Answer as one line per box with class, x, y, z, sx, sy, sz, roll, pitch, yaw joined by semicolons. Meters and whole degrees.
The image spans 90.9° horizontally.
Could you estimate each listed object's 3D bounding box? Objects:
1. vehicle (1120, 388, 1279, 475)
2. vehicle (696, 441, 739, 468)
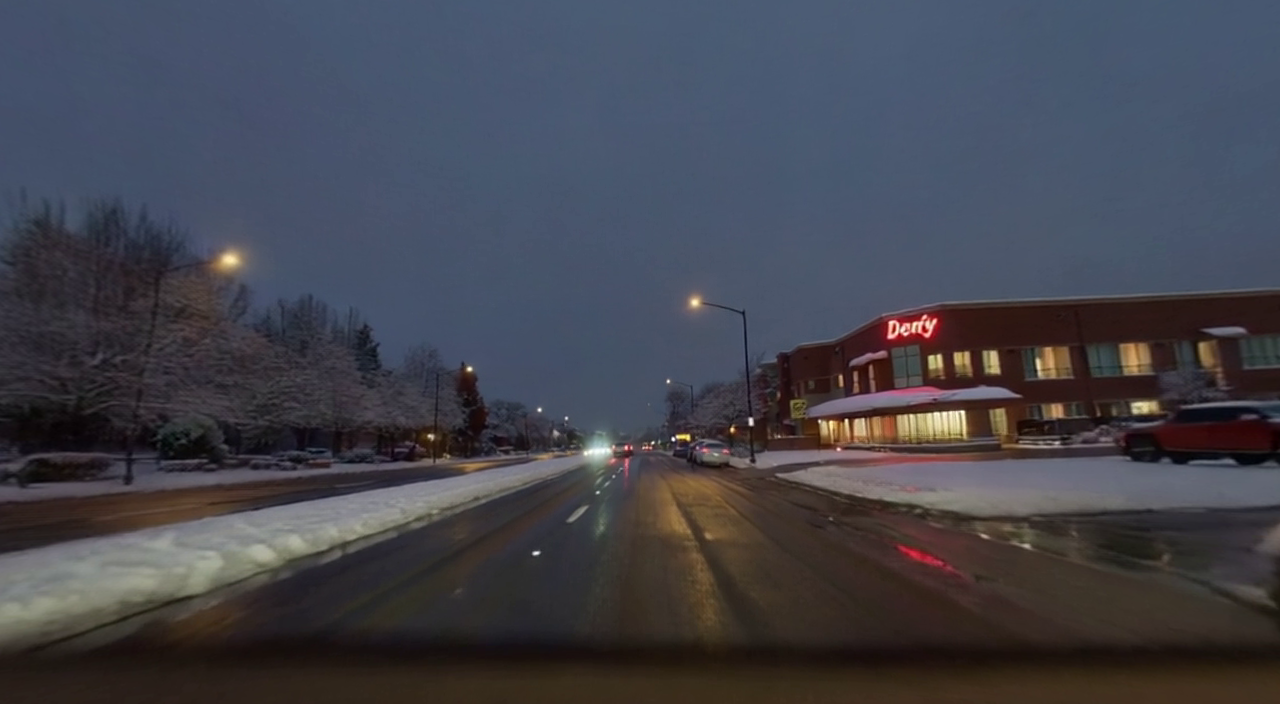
vehicle;14.850;2.011;15.606;2.202;1.822;4.978;-1;-8;4
vehicle;4.740;6.362;39.313;2.085;1.509;5.134;0;-8;1
